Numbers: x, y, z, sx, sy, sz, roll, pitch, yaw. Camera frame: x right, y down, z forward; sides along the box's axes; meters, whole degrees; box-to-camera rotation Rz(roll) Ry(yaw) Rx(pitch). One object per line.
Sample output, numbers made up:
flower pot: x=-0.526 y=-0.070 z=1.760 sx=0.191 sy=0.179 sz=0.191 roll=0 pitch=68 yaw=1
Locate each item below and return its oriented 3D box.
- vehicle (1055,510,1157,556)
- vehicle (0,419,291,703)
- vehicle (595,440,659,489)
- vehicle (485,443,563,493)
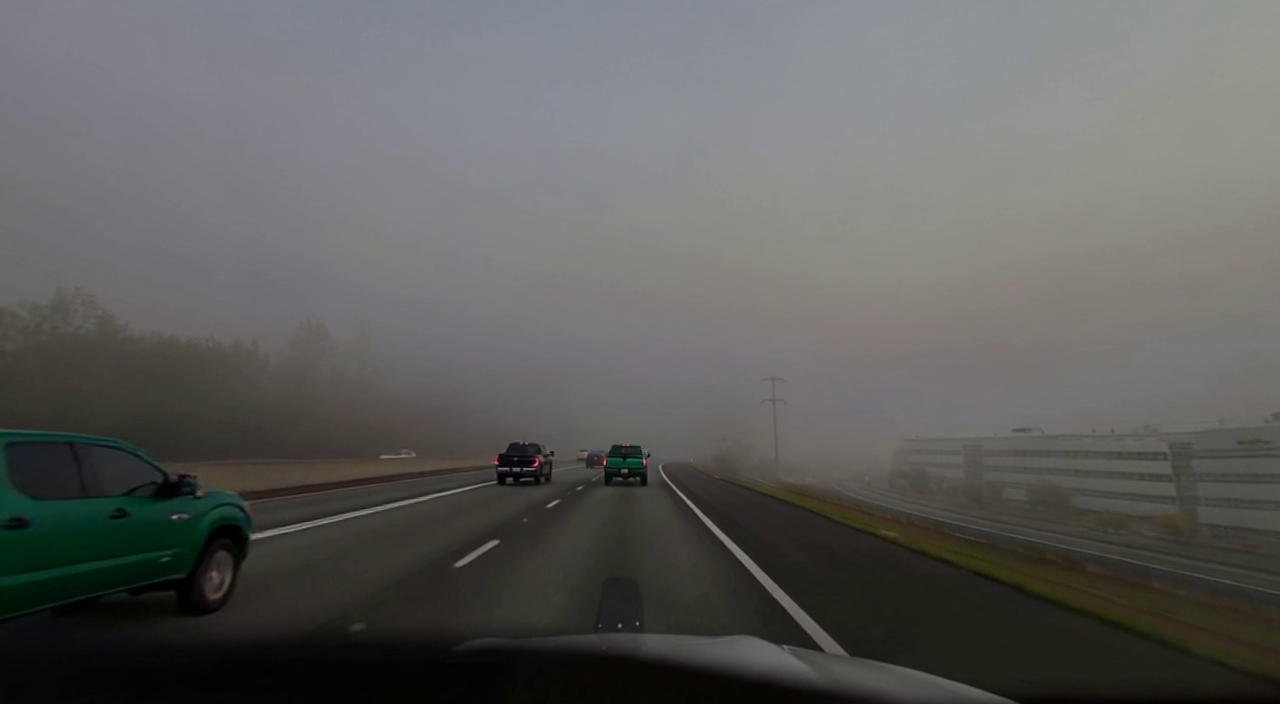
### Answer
vehicle: x=23.048 y=8.926 z=31.483 sx=1.956 sy=1.594 sz=4.425 roll=-1 pitch=-8 yaw=4
vehicle: x=-4.131 y=1.129 z=3.460 sx=1.936 sy=1.470 sz=4.402 roll=0 pitch=-9 yaw=0
vehicle: x=-0.427 y=4.405 z=25.028 sx=2.293 sy=1.753 sz=4.380 roll=0 pitch=-9 yaw=1
vehicle: x=-4.338 y=4.414 z=24.566 sx=2.038 sy=1.704 sz=5.181 roll=0 pitch=-9 yaw=0
